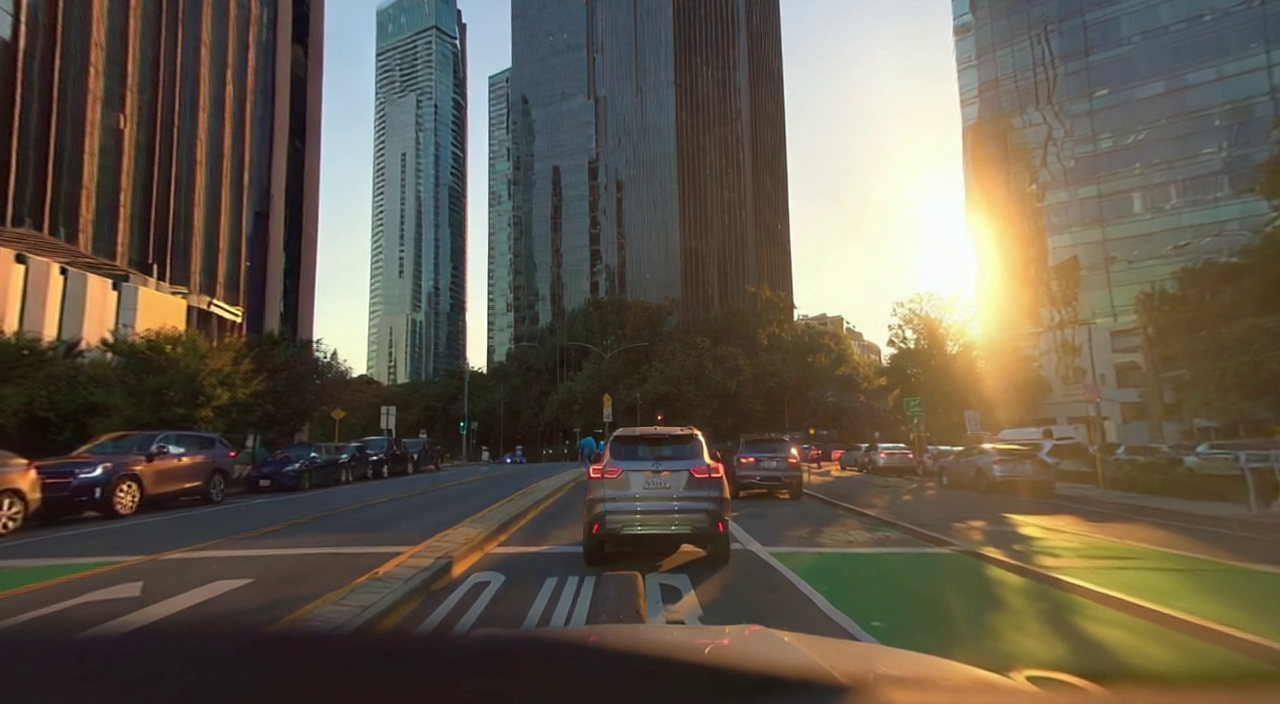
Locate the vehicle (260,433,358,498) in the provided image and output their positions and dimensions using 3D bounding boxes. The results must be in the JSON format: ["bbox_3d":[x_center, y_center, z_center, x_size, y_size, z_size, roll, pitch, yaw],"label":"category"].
[{"bbox_3d":[-10.960,3.736,21.176,1.559,1.973,3.419,1,-8,-4],"label":"vehicle"}]

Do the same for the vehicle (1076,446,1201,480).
[{"bbox_3d":[31.209,6.916,39.826,5.890,1.996,2.155,-6,-10,35],"label":"vehicle"}]

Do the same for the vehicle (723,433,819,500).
[{"bbox_3d":[3.877,3.473,19.573,2.143,1.793,4.763,0,-8,3],"label":"vehicle"}]

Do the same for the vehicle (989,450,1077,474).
[{"bbox_3d":[28.390,7.914,45.749,5.153,1.626,1.895,-6,-10,36],"label":"vehicle"}]

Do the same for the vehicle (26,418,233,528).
[{"bbox_3d":[-10.334,2.439,13.166,1.543,1.946,3.454,1,-8,-5],"label":"vehicle"}]

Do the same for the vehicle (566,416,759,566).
[{"bbox_3d":[0.317,1.897,9.374,2.192,1.695,4.142,0,-8,2],"label":"vehicle"}]

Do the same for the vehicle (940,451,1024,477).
[{"bbox_3d":[24.102,7.840,44.611,4.956,1.706,1.822,-6,-10,34],"label":"vehicle"}]

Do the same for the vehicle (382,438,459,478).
[{"bbox_3d":[-11.659,5.645,34.075,2.338,1.963,5.740,0,-8,-3],"label":"vehicle"}]

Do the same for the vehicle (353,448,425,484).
[{"bbox_3d":[-11.219,5.073,28.556,1.791,1.463,4.210,0,-8,-4],"label":"vehicle"}]

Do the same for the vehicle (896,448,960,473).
[{"bbox_3d":[22.542,8.452,49.527,4.211,1.820,2.094,-6,-10,33],"label":"vehicle"}]
